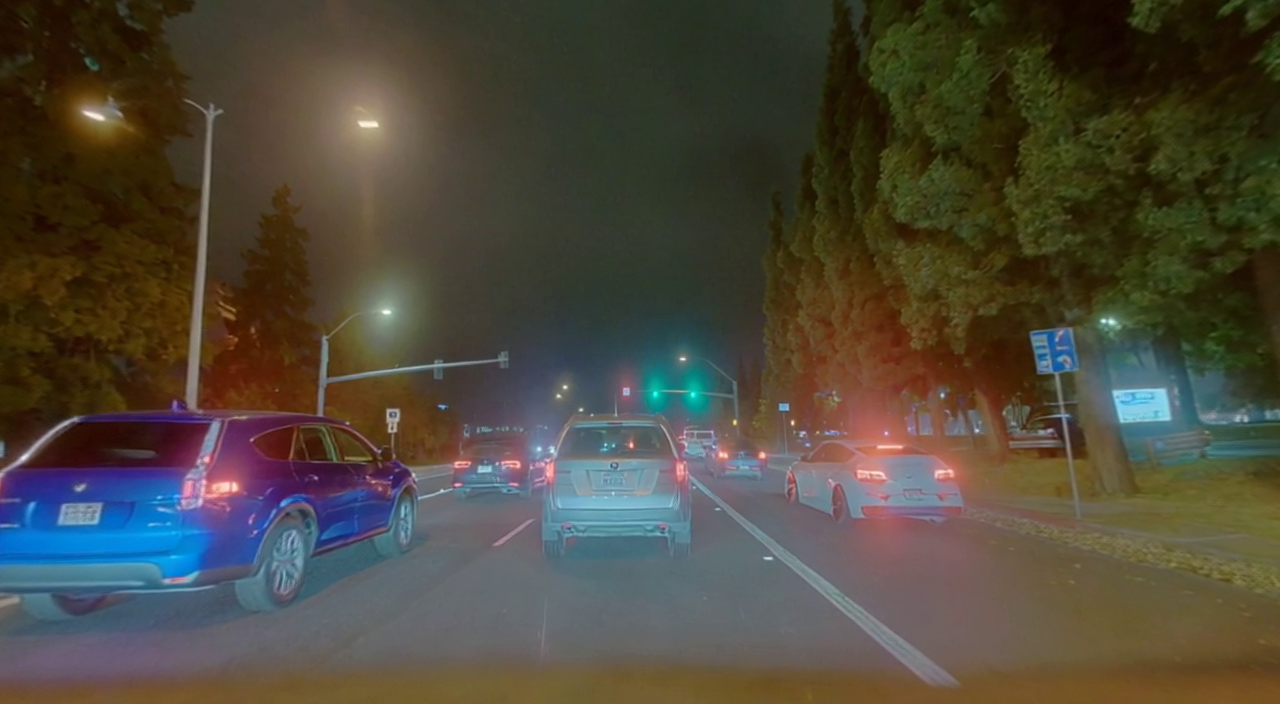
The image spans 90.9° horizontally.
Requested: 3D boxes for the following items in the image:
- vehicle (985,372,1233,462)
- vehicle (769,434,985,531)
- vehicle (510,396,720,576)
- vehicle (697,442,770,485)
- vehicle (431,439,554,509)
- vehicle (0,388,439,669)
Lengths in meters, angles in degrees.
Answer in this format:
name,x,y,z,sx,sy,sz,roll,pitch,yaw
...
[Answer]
name,x,y,z,sx,sy,sz,roll,pitch,yaw
vehicle,17.857,2.550,24.369,7.314,3.230,2.680,0,-8,-1
vehicle,4.216,2.386,12.260,2.036,1.480,4.659,1,-8,-5
vehicle,-0.233,1.692,8.716,2.132,1.816,4.471,0,-8,1
vehicle,3.340,4.058,23.310,1.996,1.443,4.270,0,-8,-1
vehicle,-3.425,2.907,15.523,1.897,1.479,4.204,0,-8,1
vehicle,-3.699,1.393,6.070,2.039,1.709,4.265,0,-8,1
